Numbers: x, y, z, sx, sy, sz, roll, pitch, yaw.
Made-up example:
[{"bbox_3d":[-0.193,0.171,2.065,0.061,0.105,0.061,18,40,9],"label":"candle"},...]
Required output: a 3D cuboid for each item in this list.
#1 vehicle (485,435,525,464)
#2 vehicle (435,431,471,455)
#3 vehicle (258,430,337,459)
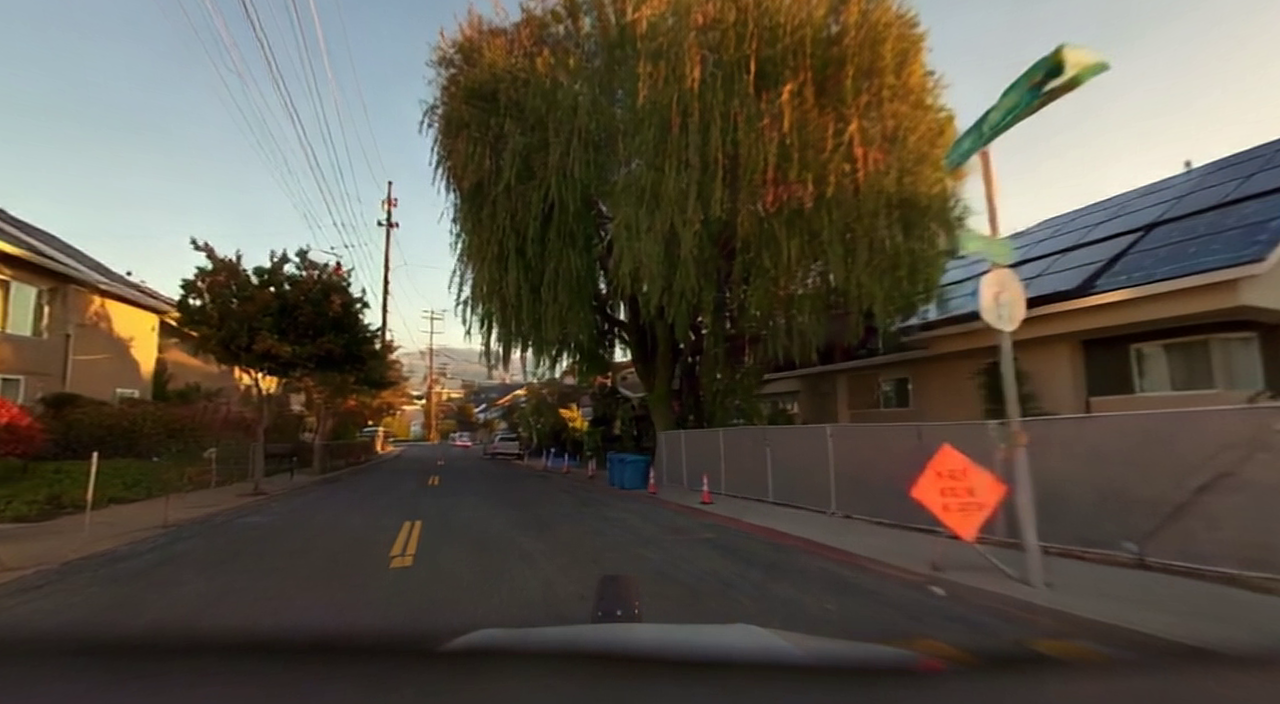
[{"bbox_3d":[-7.550,5.388,34.990,1.998,1.494,3.927,2,-8,-14],"label":"vehicle"},{"bbox_3d":[-14.316,6.958,48.397,2.050,1.742,4.197,1,-8,-10],"label":"vehicle"},{"bbox_3d":[-23.134,6.273,42.729,4.205,1.745,2.121,0,-11,-11],"label":"vehicle"}]
